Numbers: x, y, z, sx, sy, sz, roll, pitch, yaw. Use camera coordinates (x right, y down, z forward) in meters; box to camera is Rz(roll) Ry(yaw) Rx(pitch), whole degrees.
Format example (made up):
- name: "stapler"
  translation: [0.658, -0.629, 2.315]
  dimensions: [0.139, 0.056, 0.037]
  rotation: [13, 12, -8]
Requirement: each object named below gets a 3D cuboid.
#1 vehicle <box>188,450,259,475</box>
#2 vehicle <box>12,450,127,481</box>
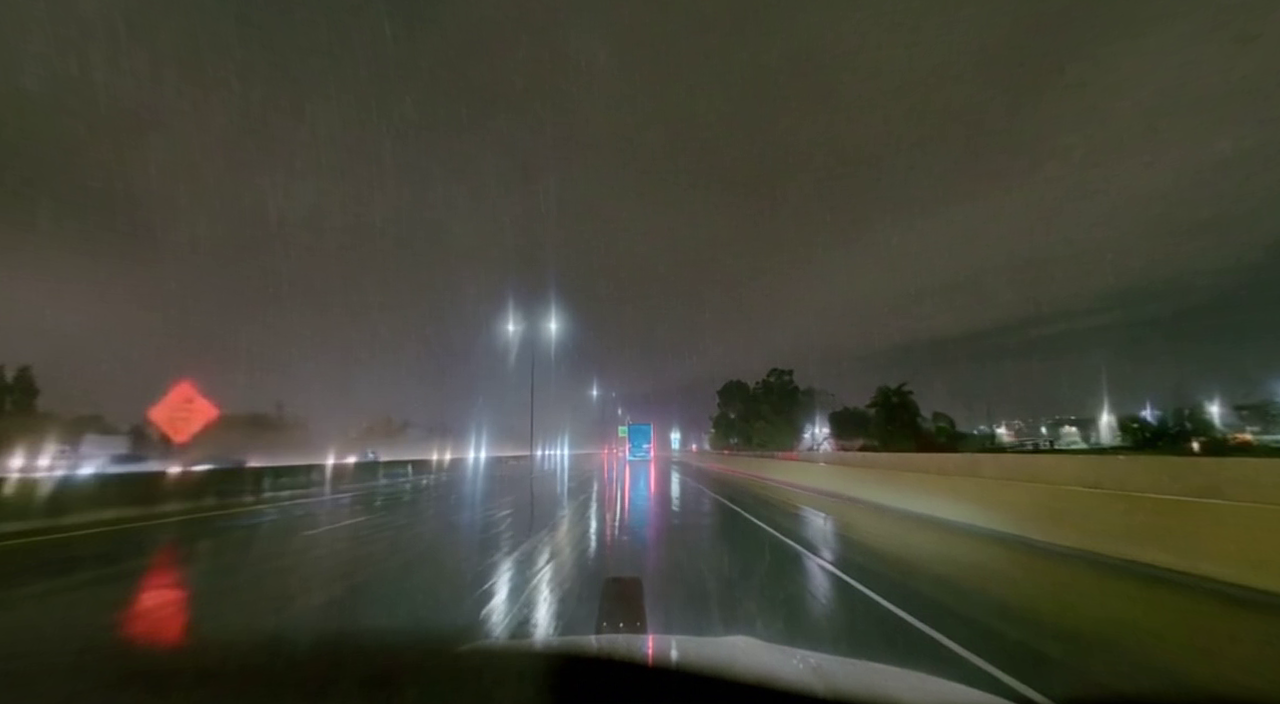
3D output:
- name: "vehicle"
  translation: [-26.872, 7.139, 40.805]
  dimensions: [1.862, 1.525, 3.987]
  rotation: [0, -9, 0]
- name: "vehicle"
  translation: [-33.351, 6.617, 37.067]
  dimensions: [2.119, 1.659, 4.960]
  rotation: [0, -9, -1]
